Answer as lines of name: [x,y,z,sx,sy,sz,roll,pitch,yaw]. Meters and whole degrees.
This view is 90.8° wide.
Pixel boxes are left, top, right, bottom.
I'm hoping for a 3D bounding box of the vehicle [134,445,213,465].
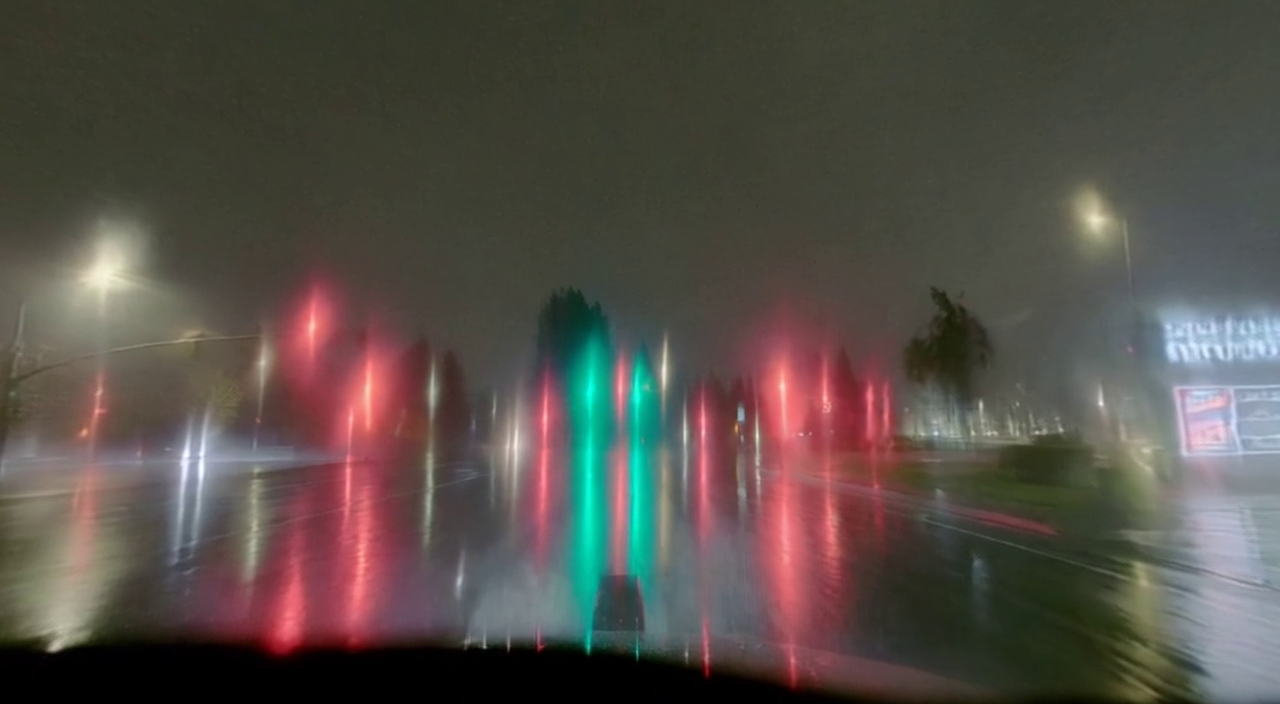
vehicle: [-35.592,7.847,48.279,4.500,1.465,1.936,0,-8,1]
